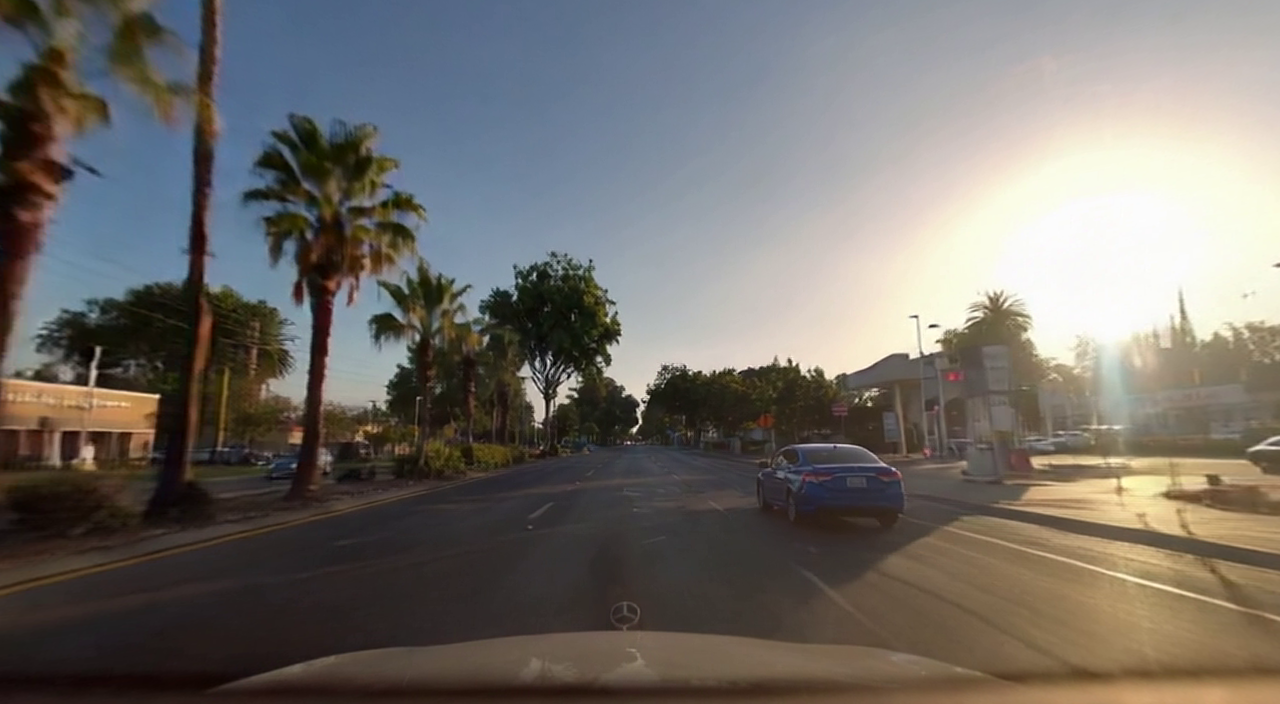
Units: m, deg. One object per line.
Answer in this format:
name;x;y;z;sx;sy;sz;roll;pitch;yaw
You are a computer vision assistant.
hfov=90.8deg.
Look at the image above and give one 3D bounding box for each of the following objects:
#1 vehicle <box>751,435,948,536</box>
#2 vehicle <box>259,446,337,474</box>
vehicle;3.398;2.222;11.272;1.978;1.442;4.262;0;-8;-1
vehicle;-19.678;6.190;36.582;1.892;1.481;4.694;0;-8;0
